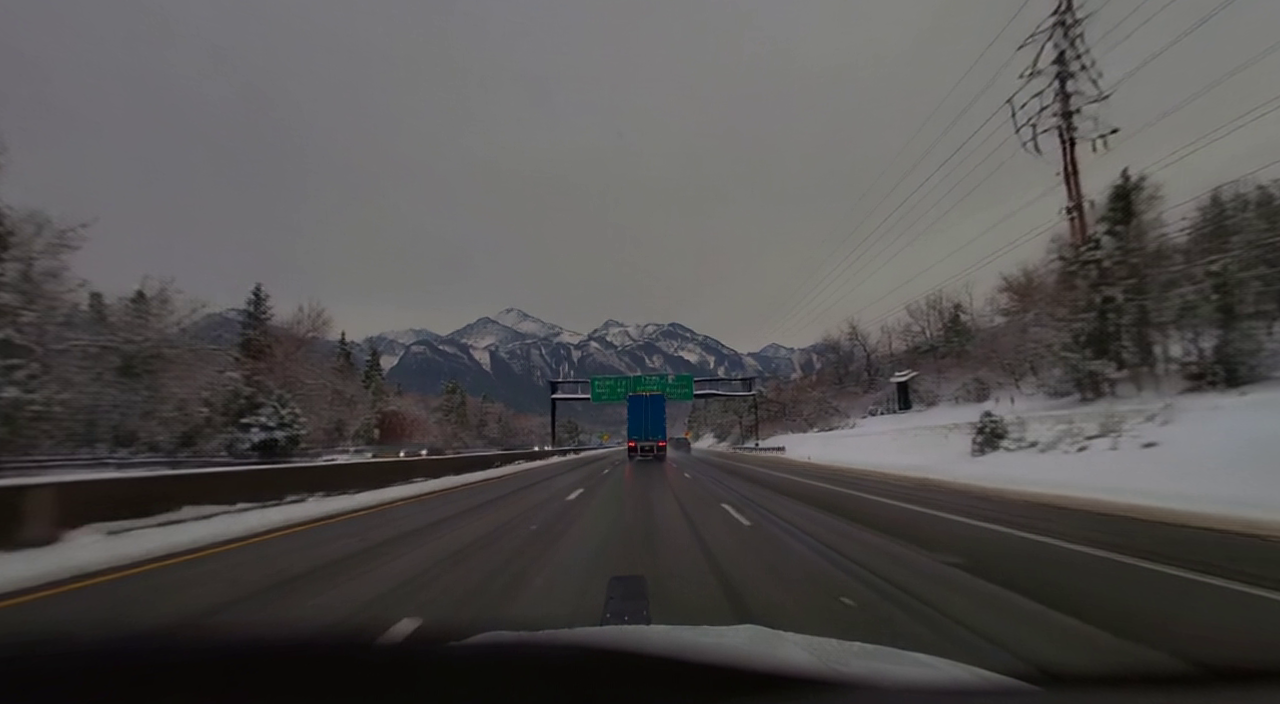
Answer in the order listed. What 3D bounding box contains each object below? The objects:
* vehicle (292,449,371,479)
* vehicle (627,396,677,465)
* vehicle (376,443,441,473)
[{"bbox_3d":[-19.486,7.057,40.205,1.863,1.707,6.295,0,-8,0],"label":"vehicle"},{"bbox_3d":[0.624,5.475,43.116,2.919,4.101,11.541,0,-8,-1],"label":"vehicle"},{"bbox_3d":[-15.870,7.243,43.653,2.118,1.889,6.262,0,-8,0],"label":"vehicle"}]
